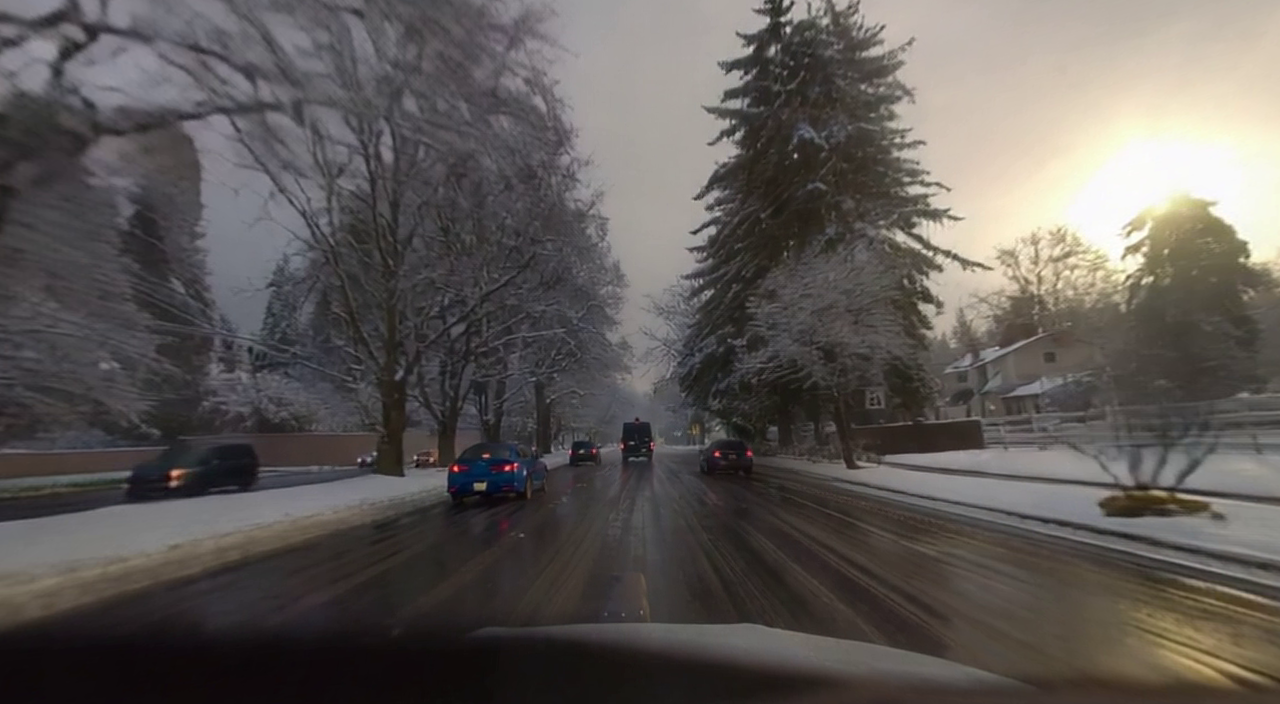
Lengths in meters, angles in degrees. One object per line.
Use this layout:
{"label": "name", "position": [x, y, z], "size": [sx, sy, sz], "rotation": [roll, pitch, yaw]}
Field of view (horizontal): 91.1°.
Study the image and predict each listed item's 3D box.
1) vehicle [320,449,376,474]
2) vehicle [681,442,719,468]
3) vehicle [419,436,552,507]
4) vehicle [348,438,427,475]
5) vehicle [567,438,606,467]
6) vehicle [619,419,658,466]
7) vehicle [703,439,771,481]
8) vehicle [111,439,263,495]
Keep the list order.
{"label": "vehicle", "position": [-21.299, 7.976, 45.958], "size": [1.944, 1.695, 4.412], "rotation": [0, -8, 0]}
{"label": "vehicle", "position": [3.812, 6.596, 40.441], "size": [1.905, 1.520, 4.340], "rotation": [1, -8, -1]}
{"label": "vehicle", "position": [-3.586, 2.860, 15.627], "size": [2.036, 1.474, 4.647], "rotation": [0, -8, 1]}
{"label": "vehicle", "position": [-13.906, 5.792, 34.980], "size": [2.105, 1.877, 5.373], "rotation": [0, -8, 1]}
{"label": "vehicle", "position": [-3.310, 6.257, 39.368], "size": [2.021, 1.715, 4.329], "rotation": [0, -8, 1]}
{"label": "vehicle", "position": [-0.044, 5.783, 40.147], "size": [2.311, 2.726, 5.814], "rotation": [0, -8, 1]}
{"label": "vehicle", "position": [3.638, 4.136, 24.366], "size": [1.945, 1.469, 4.258], "rotation": [0, -8, 0]}
{"label": "vehicle", "position": [-17.468, 4.421, 24.634], "size": [2.129, 1.952, 5.079], "rotation": [0, -8, 0]}
